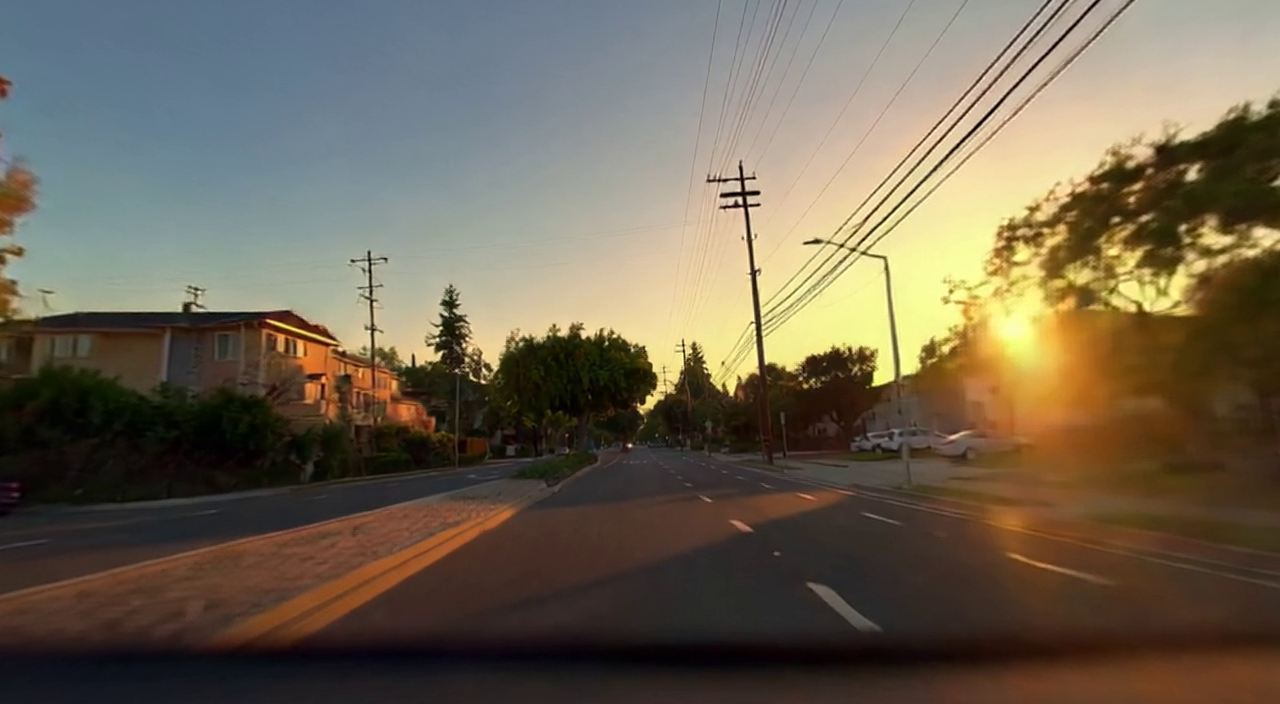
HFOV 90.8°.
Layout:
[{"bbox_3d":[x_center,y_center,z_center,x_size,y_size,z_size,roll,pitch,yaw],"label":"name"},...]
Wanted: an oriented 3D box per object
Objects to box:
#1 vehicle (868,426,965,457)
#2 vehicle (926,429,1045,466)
[{"bbox_3d":[16.738,5.428,38.420,4.833,1.786,2.136,0,-8,0],"label":"vehicle"},{"bbox_3d":[16.834,4.680,30.912,4.560,1.725,2.096,0,-8,-2],"label":"vehicle"}]
